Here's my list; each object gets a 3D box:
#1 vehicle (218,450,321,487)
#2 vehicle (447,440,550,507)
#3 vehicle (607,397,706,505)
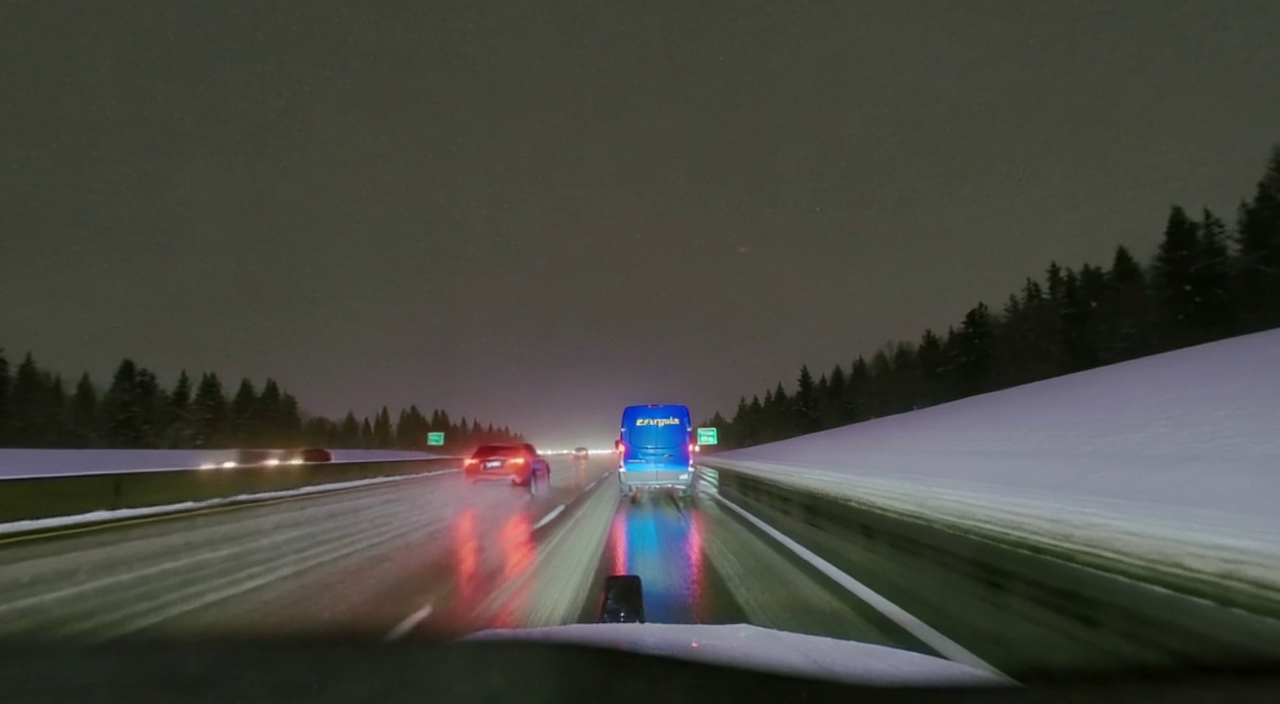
[{"bbox_3d":[-16.072,5.042,27.678,1.839,1.437,4.315,0,-9,1],"label":"vehicle"},{"bbox_3d":[-3.494,3.047,16.220,1.788,1.500,3.475,0,-9,0],"label":"vehicle"},{"bbox_3d":[0.307,2.750,17.701,2.332,2.558,5.314,0,-9,-2],"label":"vehicle"}]
